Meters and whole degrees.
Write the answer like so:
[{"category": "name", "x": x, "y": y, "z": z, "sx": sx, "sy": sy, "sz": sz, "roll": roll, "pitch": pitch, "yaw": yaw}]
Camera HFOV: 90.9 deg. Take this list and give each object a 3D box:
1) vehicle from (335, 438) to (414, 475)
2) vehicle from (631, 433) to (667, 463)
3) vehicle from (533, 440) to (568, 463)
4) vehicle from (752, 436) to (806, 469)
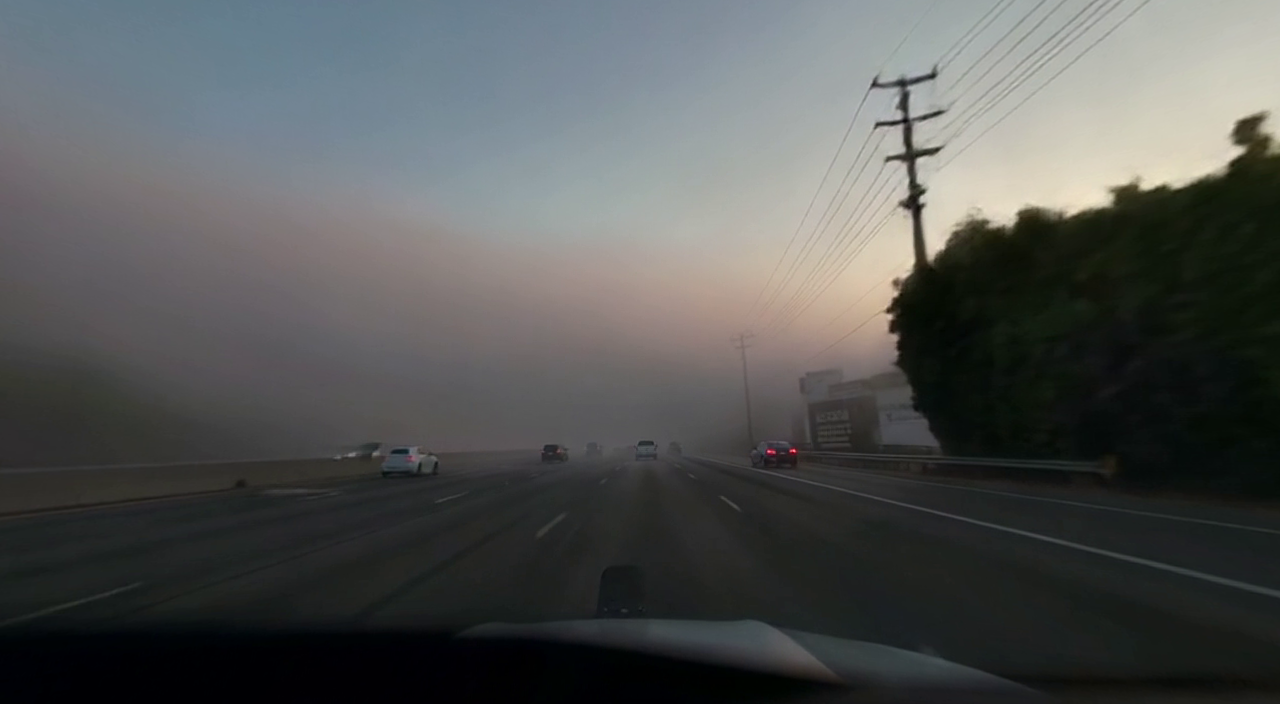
[{"category": "vehicle", "x": -14.227, "y": 5.577, "z": 34.093, "sx": 2.149, "sy": 1.846, "sz": 4.713, "roll": -1, "pitch": -8, "yaw": 1}, {"category": "vehicle", "x": 0.668, "y": 7.467, "z": 49.146, "sx": 2.622, "sy": 2.208, "sz": 5.320, "roll": 0, "pitch": -8, "yaw": 0}, {"category": "vehicle", "x": -7.010, "y": 7.830, "z": 49.609, "sx": 2.007, "sy": 1.732, "sz": 4.395, "roll": 0, "pitch": -8, "yaw": 1}, {"category": "vehicle", "x": 7.642, "y": 5.584, "z": 35.065, "sx": 1.937, "sy": 1.698, "sz": 4.322, "roll": 0, "pitch": -8, "yaw": -1}]
